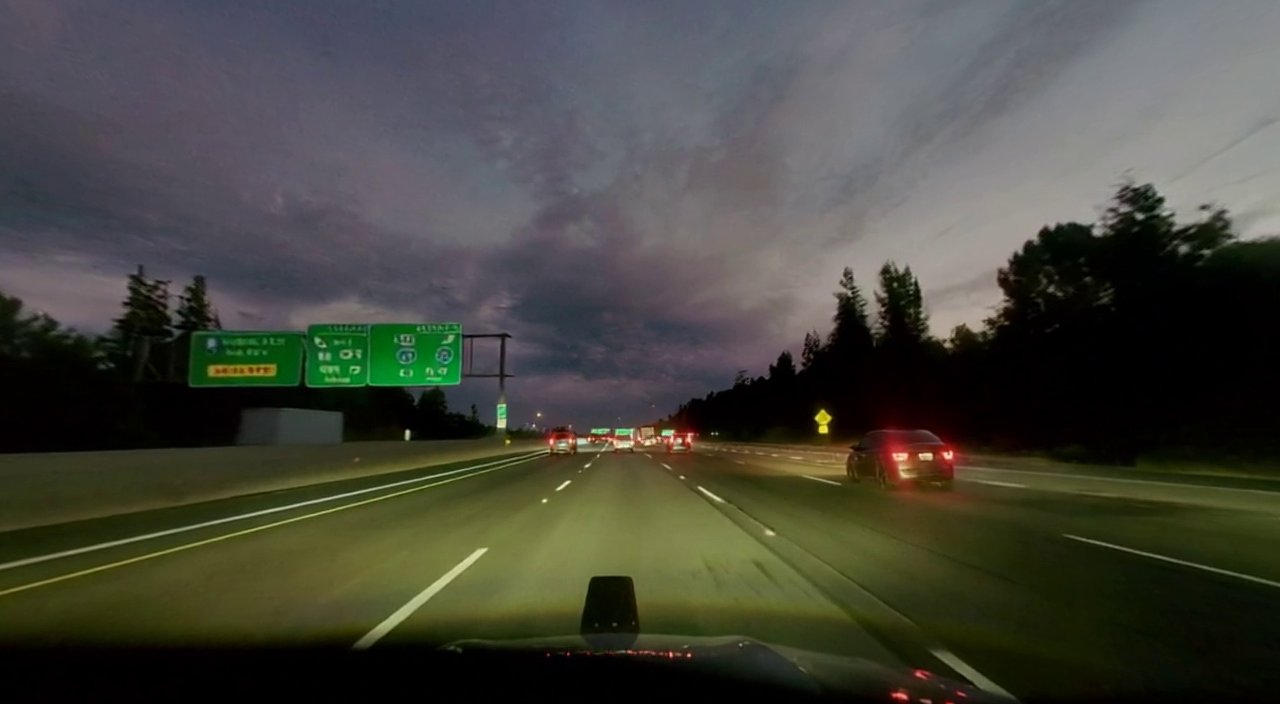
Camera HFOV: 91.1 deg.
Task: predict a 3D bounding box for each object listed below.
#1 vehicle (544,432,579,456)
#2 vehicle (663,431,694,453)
[{"bbox_3d":[-5.544,6.544,44.821,2.119,1.629,3.946,0,-8,-1],"label":"vehicle"},{"bbox_3d":[3.017,7.115,49.920,2.066,1.673,4.225,0,-8,-2],"label":"vehicle"}]
